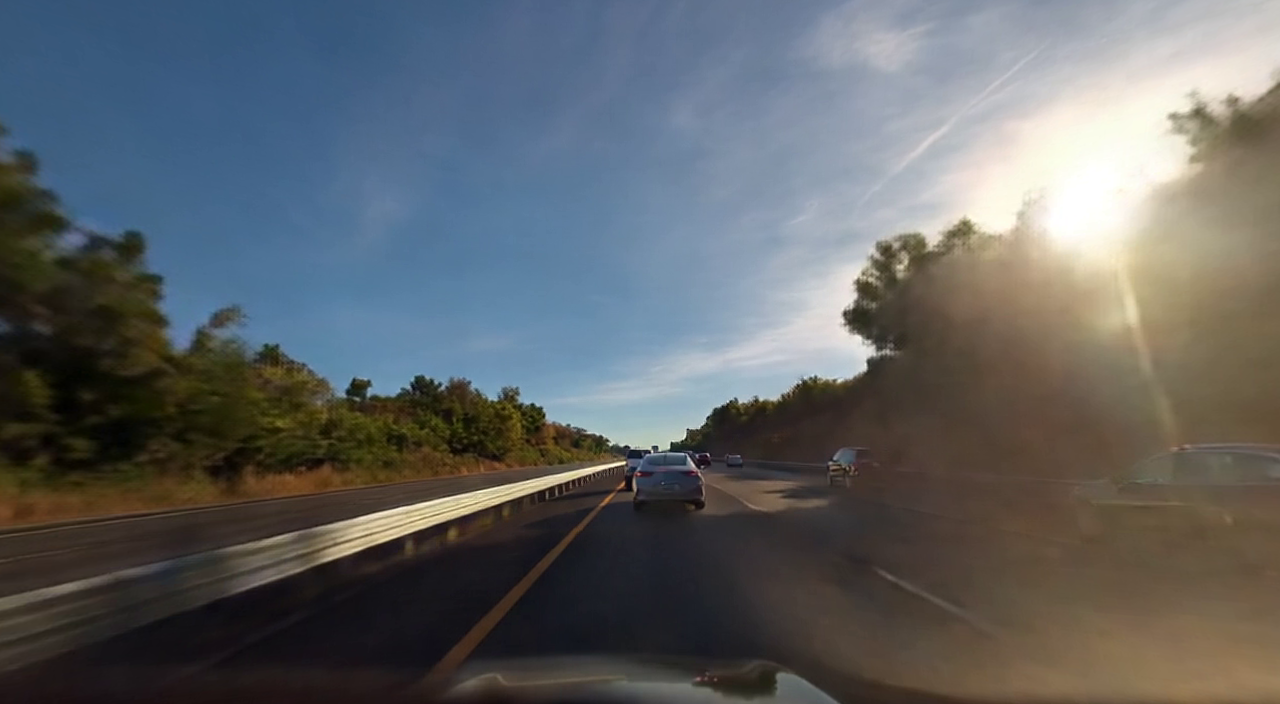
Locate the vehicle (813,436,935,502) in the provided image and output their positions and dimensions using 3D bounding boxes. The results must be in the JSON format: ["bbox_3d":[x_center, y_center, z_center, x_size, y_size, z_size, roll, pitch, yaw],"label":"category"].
[{"bbox_3d":[6.789,3.444,18.869,1.980,1.702,4.235,0,-9,0],"label":"vehicle"}]

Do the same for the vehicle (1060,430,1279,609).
[{"bbox_3d":[6.354,1.501,5.916,1.965,1.484,4.090,0,-9,0],"label":"vehicle"}]

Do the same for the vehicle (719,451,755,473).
[{"bbox_3d":[6.765,7.727,44.382,1.921,1.451,3.841,0,-9,0],"label":"vehicle"}]

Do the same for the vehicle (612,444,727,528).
[{"bbox_3d":[0.552,2.738,13.373,2.076,1.485,3.774,0,-9,0],"label":"vehicle"}]
